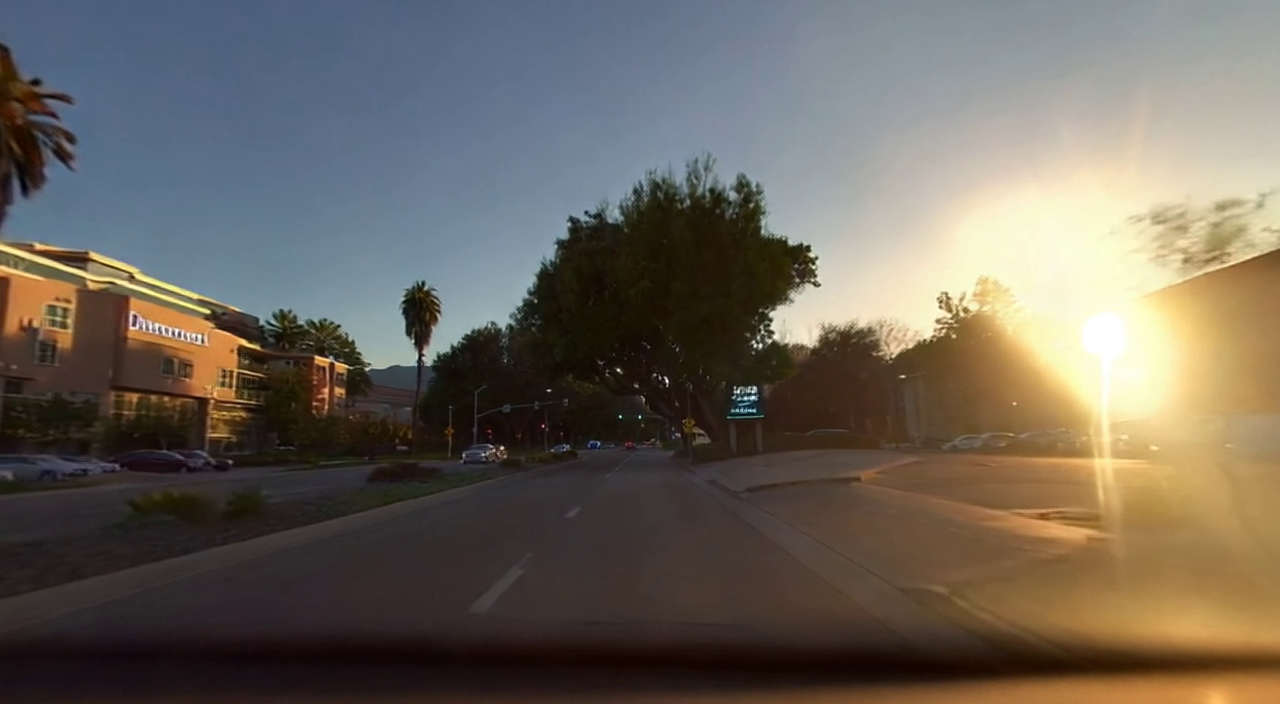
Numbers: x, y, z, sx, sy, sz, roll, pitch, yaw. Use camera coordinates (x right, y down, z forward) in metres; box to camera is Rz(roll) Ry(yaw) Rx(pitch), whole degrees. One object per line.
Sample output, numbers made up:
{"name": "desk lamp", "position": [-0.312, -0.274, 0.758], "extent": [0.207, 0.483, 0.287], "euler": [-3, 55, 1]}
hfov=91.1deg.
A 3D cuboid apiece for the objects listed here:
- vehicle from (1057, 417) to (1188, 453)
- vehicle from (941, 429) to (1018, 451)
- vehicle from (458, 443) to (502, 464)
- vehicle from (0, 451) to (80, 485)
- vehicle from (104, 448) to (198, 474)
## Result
{"name": "vehicle", "position": [25.112, 4.337, 32.819], "extent": [5.117, 1.813, 2.052], "euler": [0, -8, 0]}
{"name": "vehicle", "position": [25.347, 6.580, 46.972], "extent": [4.649, 1.611, 1.945], "euler": [0, -8, -1]}
{"name": "vehicle", "position": [-12.126, 7.697, 47.894], "extent": [2.078, 1.532, 4.627], "euler": [0, -8, 0]}
{"name": "vehicle", "position": [-29.964, 5.528, 30.098], "extent": [4.310, 1.533, 1.917], "euler": [0, -8, 1]}
{"name": "vehicle", "position": [-29.775, 6.655, 38.285], "extent": [4.133, 1.501, 1.876], "euler": [0, -8, 0]}
